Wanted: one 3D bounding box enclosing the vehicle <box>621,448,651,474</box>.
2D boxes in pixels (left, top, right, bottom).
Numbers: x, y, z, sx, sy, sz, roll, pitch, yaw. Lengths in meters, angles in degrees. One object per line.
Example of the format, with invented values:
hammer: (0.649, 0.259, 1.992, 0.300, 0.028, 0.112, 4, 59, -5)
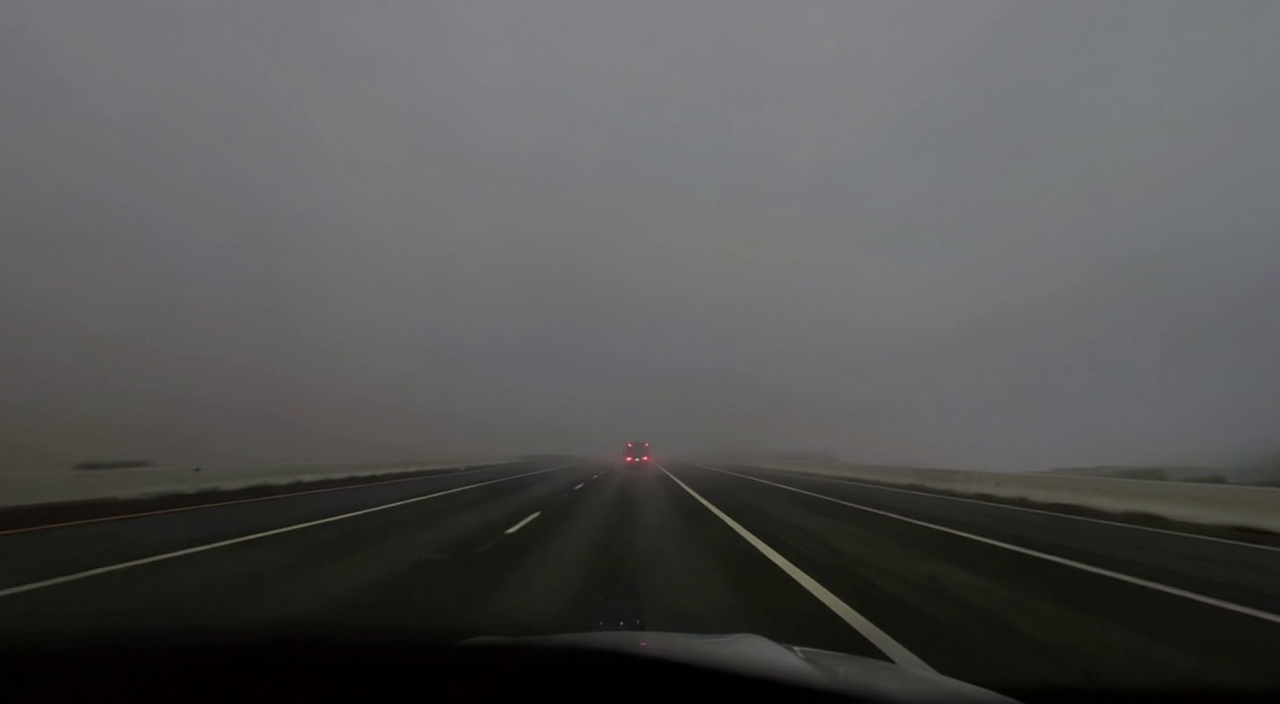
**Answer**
vehicle: (-0.206, 6.525, 37.998, 1.695, 1.437, 3.506, -1, -9, 1)
